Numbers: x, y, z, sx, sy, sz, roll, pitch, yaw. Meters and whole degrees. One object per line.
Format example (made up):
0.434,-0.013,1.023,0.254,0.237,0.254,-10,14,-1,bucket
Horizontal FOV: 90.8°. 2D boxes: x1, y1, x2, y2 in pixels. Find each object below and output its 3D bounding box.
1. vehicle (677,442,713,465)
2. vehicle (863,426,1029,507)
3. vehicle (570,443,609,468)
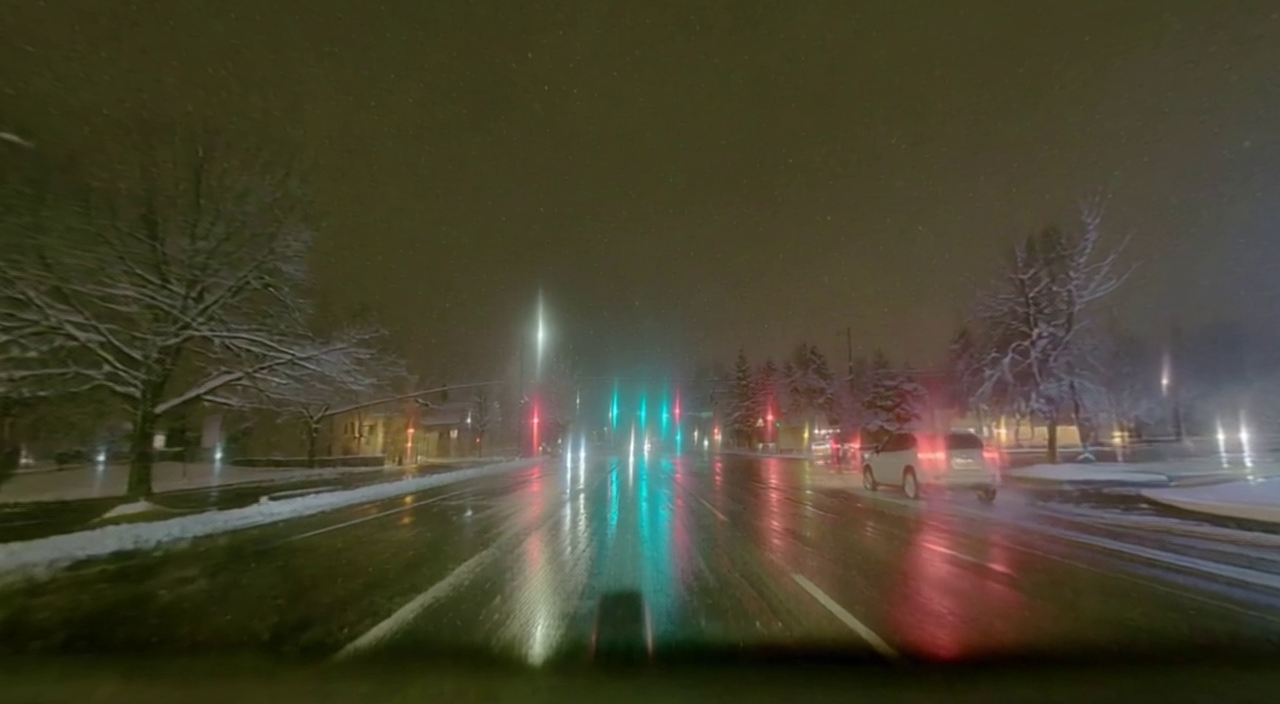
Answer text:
3.652,6.858,42.894,2.029,1.442,4.054,0,-8,-1,vehicle
7.101,2.687,15.248,1.950,1.668,4.053,0,-8,0,vehicle
-3.065,6.386,39.318,2.049,1.449,4.213,0,-8,1,vehicle
